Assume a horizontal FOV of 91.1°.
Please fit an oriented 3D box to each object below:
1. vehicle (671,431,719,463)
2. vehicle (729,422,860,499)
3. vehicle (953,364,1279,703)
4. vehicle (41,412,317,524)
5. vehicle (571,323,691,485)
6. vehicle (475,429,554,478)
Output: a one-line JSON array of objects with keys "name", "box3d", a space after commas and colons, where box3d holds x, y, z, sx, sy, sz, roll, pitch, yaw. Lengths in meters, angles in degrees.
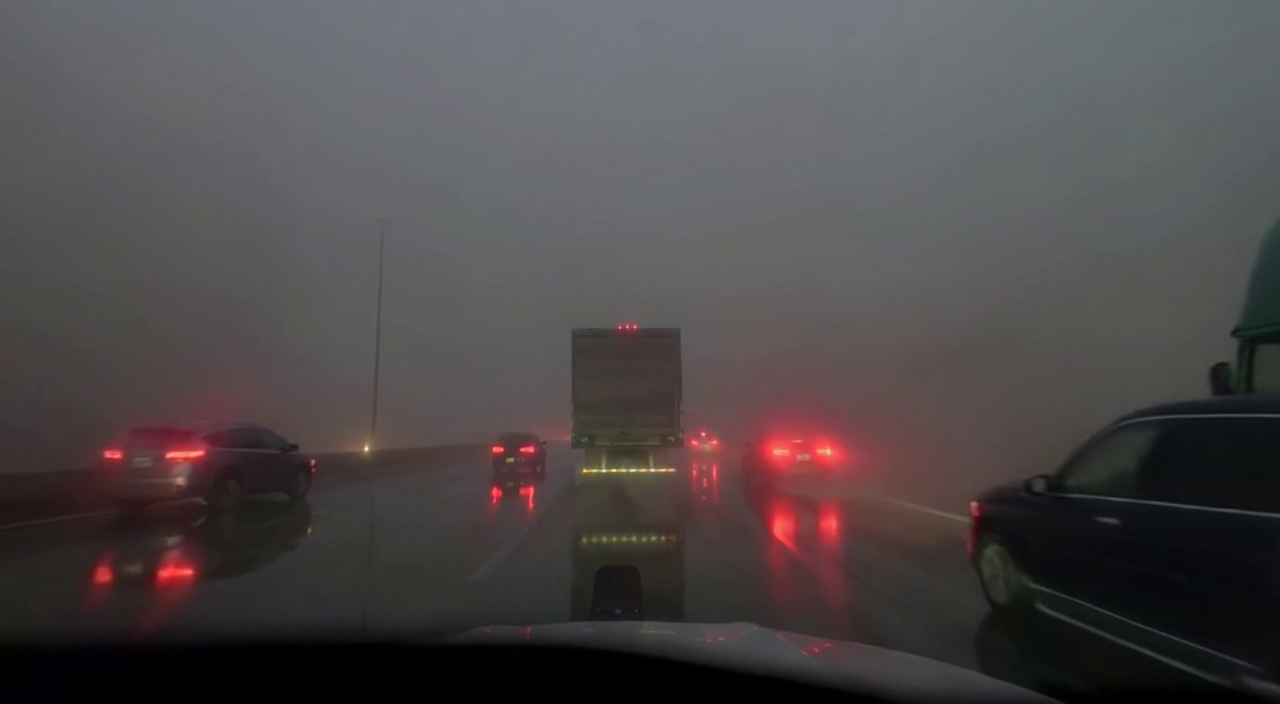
[{"name": "vehicle", "box3d": [2.723, 4.808, 32.141, 1.976, 1.513, 4.065, 0, -8, -1]}, {"name": "vehicle", "box3d": [3.416, 2.469, 14.801, 1.945, 1.529, 4.129, 0, -8, -1]}, {"name": "vehicle", "box3d": [3.315, 0.777, 2.032, 1.999, 1.523, 4.882, 0, -8, -1]}, {"name": "vehicle", "box3d": [-7.945, 2.005, 11.476, 1.944, 1.653, 4.097, 0, -8, -1]}, {"name": "vehicle", "box3d": [-0.402, 1.930, 20.616, 2.938, 4.033, 9.980, 0, -8, -2]}, {"name": "vehicle", "box3d": [-4.102, 3.377, 21.205, 1.882, 1.493, 3.828, 0, -8, 0]}]
